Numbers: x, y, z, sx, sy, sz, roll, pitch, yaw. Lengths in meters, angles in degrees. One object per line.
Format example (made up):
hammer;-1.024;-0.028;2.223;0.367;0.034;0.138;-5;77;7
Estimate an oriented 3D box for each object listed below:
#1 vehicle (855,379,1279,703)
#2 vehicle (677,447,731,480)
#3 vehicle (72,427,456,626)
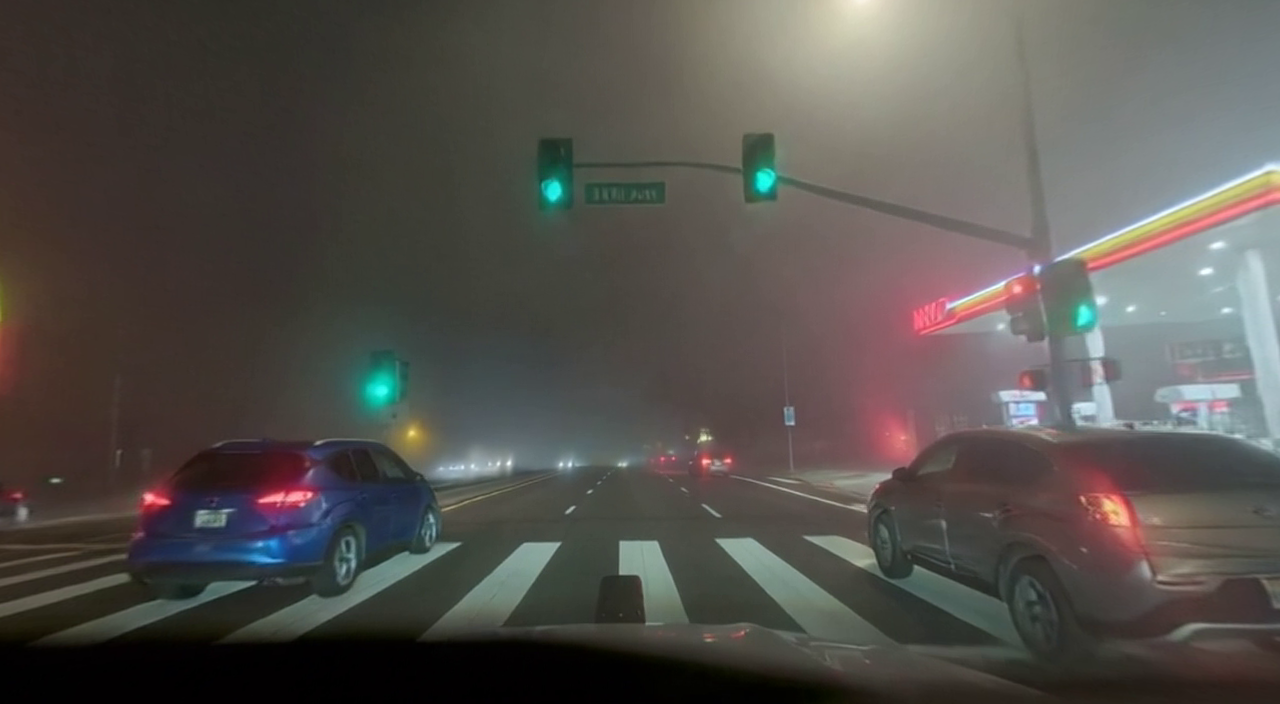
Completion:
vehicle;3.478;1.259;4.790;2.085;1.655;4.459;0;-8;0
vehicle;3.533;6.271;35.928;2.066;1.699;4.419;1;-9;-8
vehicle;-3.710;1.746;7.309;1.935;1.617;4.045;0;-8;0
